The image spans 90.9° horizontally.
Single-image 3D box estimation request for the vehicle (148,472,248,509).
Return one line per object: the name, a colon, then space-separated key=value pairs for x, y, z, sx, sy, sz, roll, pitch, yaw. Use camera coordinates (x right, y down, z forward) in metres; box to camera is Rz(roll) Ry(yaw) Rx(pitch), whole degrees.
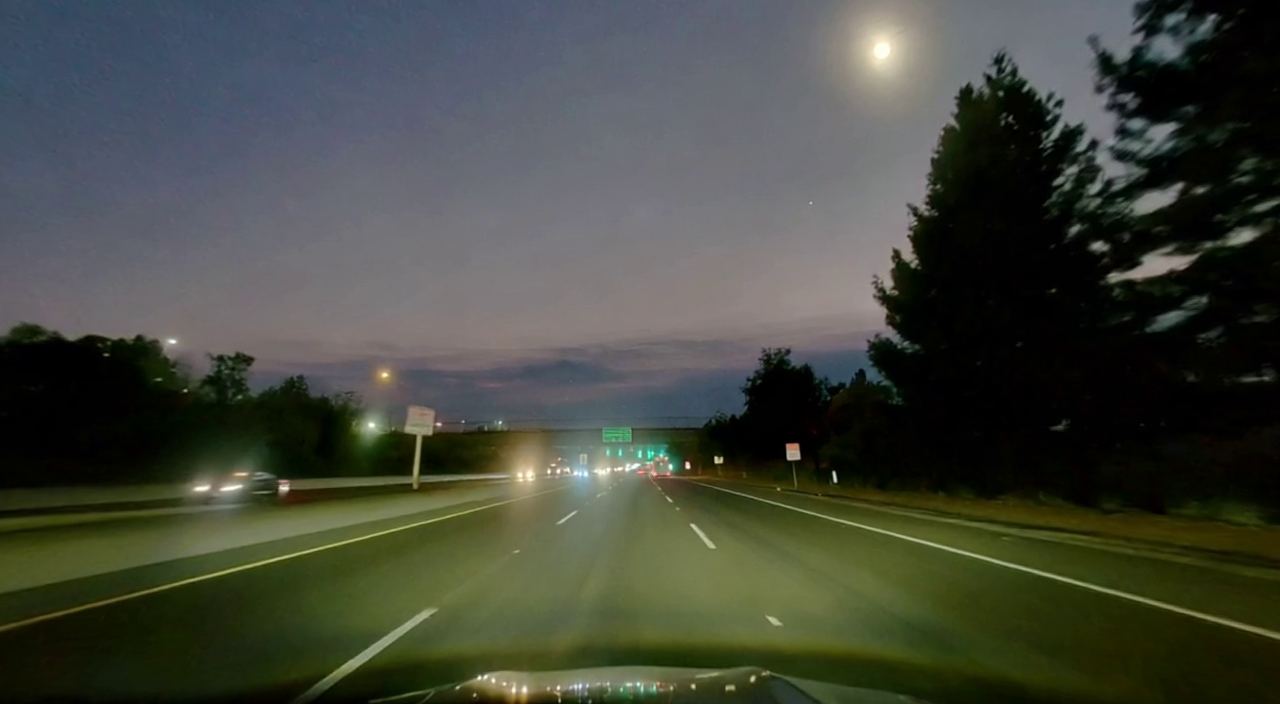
vehicle: x=-19.348 y=6.062 z=27.793 sx=1.764 sy=1.480 sz=3.584 roll=1 pitch=-10 yaw=0
